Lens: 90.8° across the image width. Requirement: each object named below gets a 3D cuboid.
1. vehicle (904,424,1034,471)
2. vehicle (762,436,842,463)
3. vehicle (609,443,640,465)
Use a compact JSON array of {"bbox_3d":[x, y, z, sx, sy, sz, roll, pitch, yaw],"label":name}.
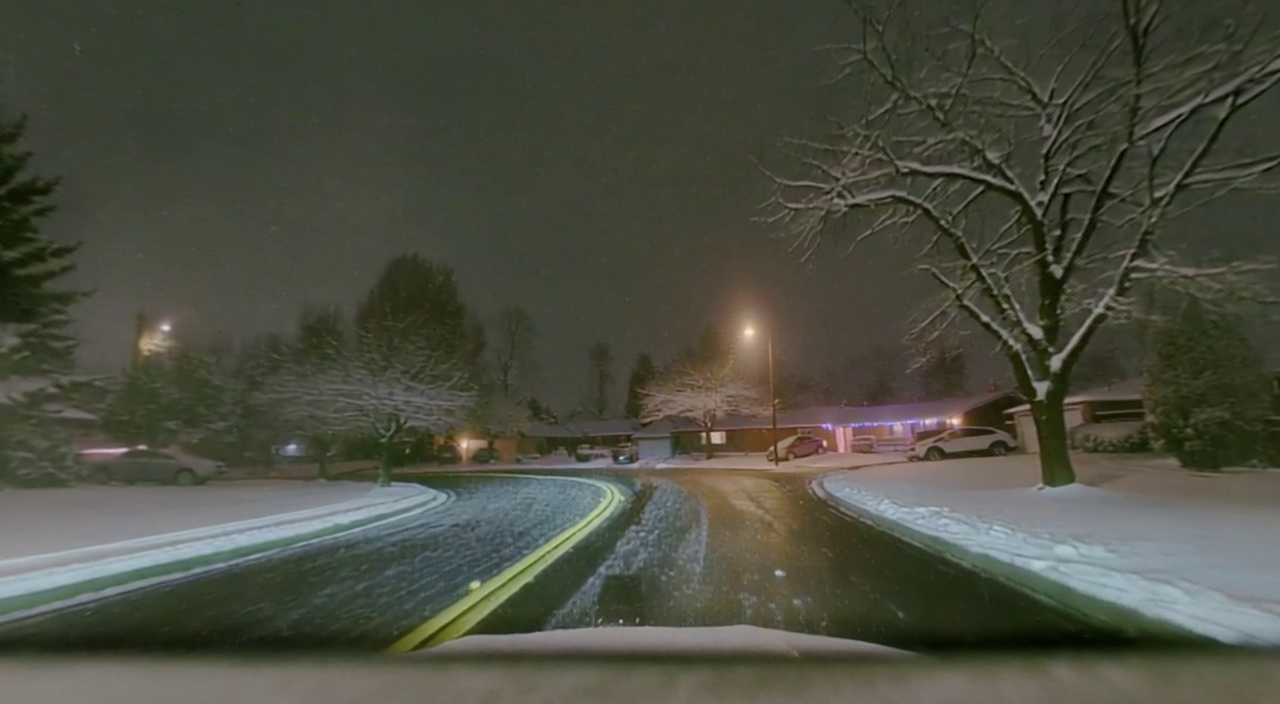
[{"bbox_3d":[13.962,4.109,27.024,4.327,1.573,1.967,-5,-10,4],"label":"vehicle"},{"bbox_3d":[10.705,6.436,41.691,4.799,1.451,2.144,1,-8,-26],"label":"vehicle"},{"bbox_3d":[-1.185,7.931,49.456,1.819,1.442,4.329,-2,-6,7],"label":"vehicle"}]
